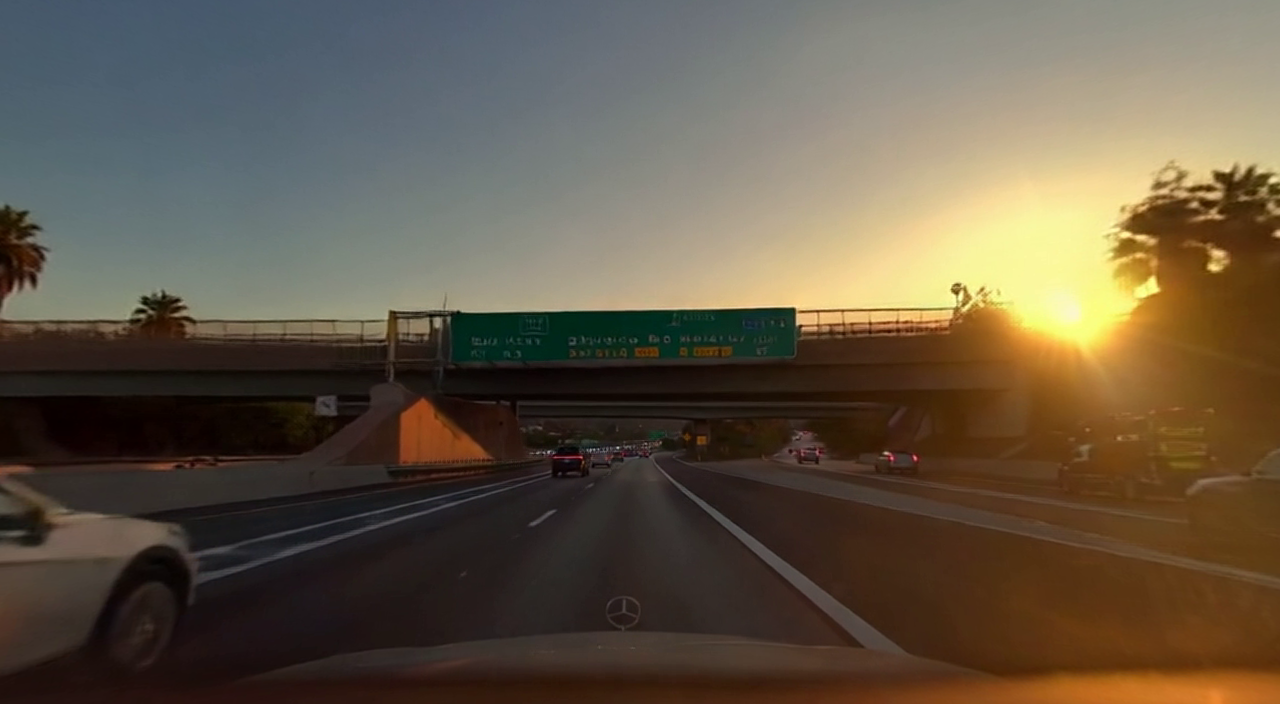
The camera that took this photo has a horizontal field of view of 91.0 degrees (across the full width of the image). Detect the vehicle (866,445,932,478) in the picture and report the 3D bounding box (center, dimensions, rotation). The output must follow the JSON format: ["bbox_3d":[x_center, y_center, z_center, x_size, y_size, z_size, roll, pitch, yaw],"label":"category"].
[{"bbox_3d":[14.886,6.320,36.537,1.991,1.755,4.836,-1,-9,4],"label":"vehicle"}]

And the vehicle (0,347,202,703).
[{"bbox_3d":[-3.946,0.678,1.601,2.162,1.747,4.791,0,-9,0],"label":"vehicle"}]

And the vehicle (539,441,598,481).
[{"bbox_3d":[-3.701,5.779,33.776,2.420,1.937,5.916,0,-9,0],"label":"vehicle"}]

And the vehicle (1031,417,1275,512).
[{"bbox_3d":[13.312,2.970,17.023,2.330,2.132,5.338,-1,-9,5],"label":"vehicle"}]

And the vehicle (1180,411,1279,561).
[{"bbox_3d":[8.777,1.419,6.333,2.303,1.791,5.247,-1,-9,5],"label":"vehicle"}]
